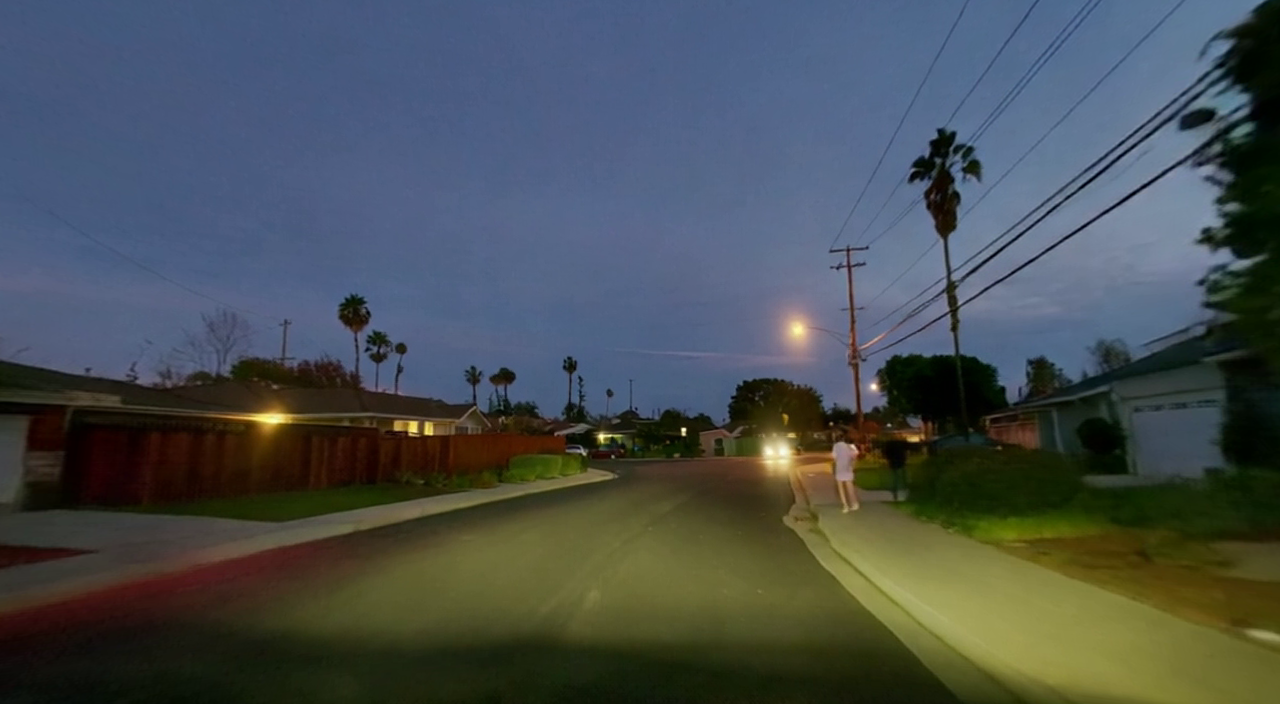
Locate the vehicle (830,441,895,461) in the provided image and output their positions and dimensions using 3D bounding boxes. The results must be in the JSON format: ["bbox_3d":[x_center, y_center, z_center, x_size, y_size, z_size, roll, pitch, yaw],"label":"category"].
[{"bbox_3d":[17.100,7.642,48.510,4.531,1.447,1.814,-4,-11,24],"label":"vehicle"}]
